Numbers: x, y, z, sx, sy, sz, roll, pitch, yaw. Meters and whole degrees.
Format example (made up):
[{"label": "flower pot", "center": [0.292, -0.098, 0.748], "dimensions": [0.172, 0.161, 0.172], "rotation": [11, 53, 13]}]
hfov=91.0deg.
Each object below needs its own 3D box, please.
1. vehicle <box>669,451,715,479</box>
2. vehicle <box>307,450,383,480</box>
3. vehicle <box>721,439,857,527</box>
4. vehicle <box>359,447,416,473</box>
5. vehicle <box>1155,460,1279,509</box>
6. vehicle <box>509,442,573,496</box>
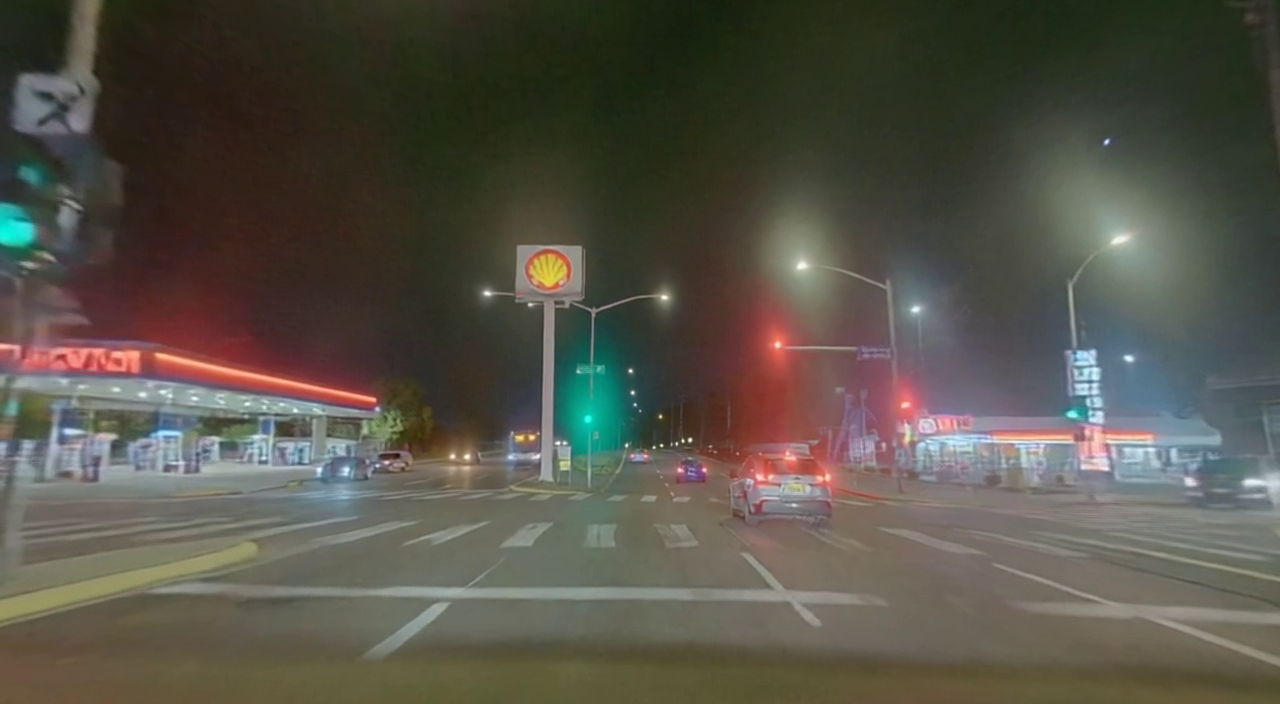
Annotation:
[{"label": "vehicle", "center": [2.930, 6.492, 36.405], "dimensions": [2.282, 1.458, 4.362], "rotation": [0, -8, 0]}, {"label": "vehicle", "center": [-17.807, 6.799, 38.334], "dimensions": [1.956, 1.634, 5.000], "rotation": [0, -8, 3]}, {"label": "vehicle", "center": [3.164, 2.854, 14.349], "dimensions": [1.999, 1.679, 4.217], "rotation": [0, -8, -1]}, {"label": "vehicle", "center": [-17.911, 7.654, 44.897], "dimensions": [2.079, 1.672, 4.333], "rotation": [0, -8, 2]}, {"label": "vehicle", "center": [21.004, 4.488, 21.539], "dimensions": [4.727, 1.514, 2.211], "rotation": [0, -8, 1]}, {"label": "vehicle", "center": [-3.743, 4.615, 24.545], "dimensions": [2.189, 1.836, 4.693], "rotation": [0, -12, -6]}]
